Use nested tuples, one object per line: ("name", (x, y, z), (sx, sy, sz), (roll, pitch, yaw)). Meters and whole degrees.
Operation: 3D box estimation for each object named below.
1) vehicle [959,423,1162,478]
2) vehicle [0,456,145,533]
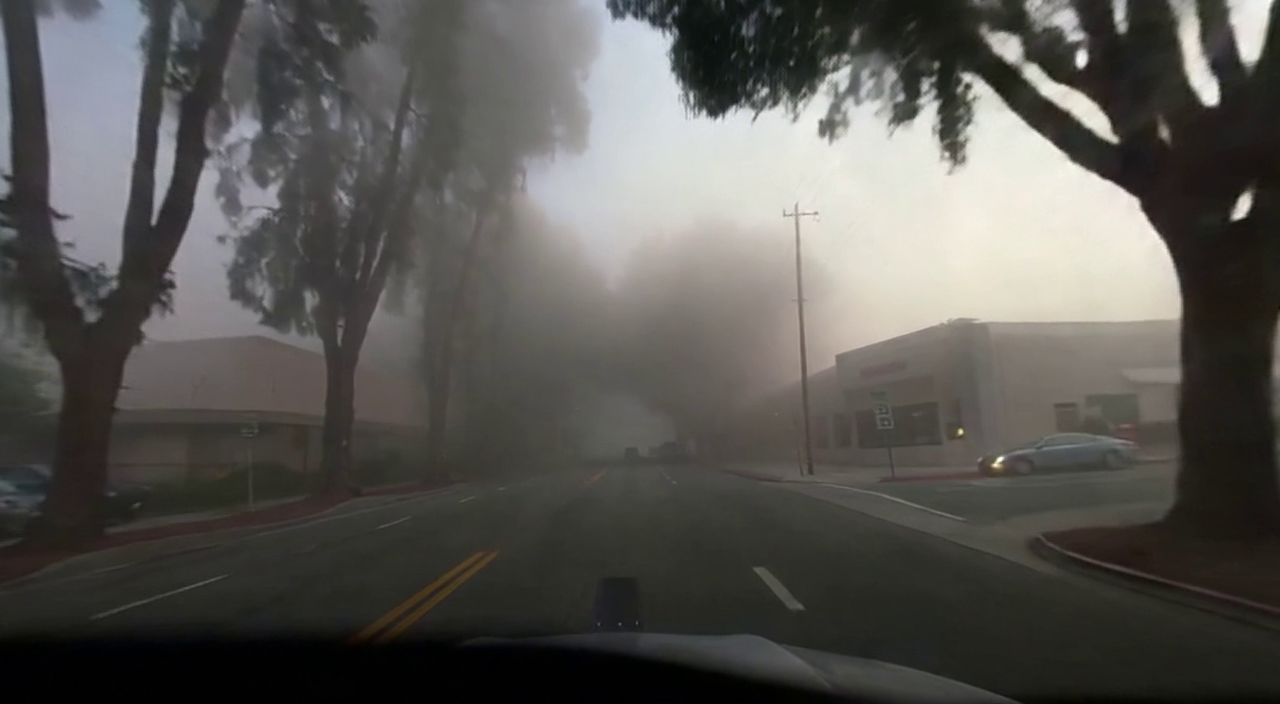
("vehicle", (11.967, 2.850, 18.270), (4.404, 1.445, 1.844), (-2, -9, 7))
("vehicle", (-15.977, 3.573, 16.077), (4.870, 1.762, 2.152), (-1, -8, 0))
